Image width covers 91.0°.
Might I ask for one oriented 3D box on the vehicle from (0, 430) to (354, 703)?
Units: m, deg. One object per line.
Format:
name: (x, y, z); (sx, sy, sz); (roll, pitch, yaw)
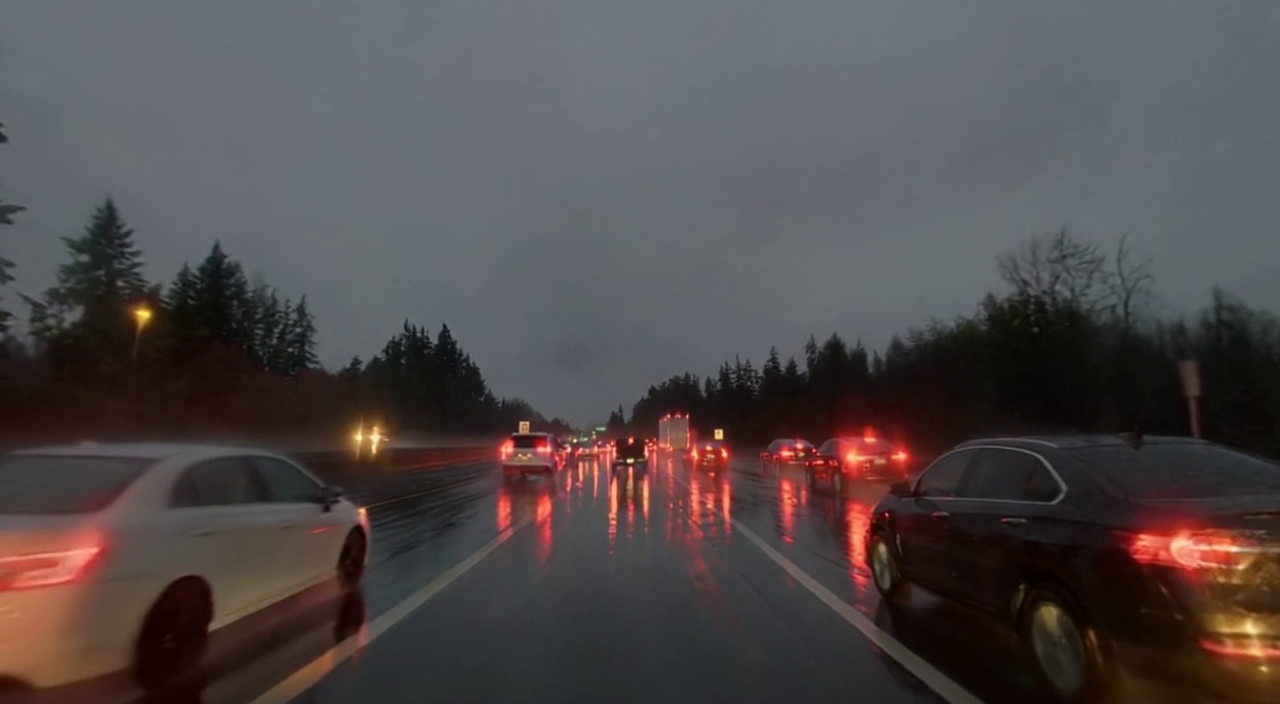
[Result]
vehicle: (-4.094, 1.316, 4.552); (1.947, 1.424, 4.264); (0, -9, 2)

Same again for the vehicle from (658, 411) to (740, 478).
vehicle: (3.079, 5.440, 37.103); (3.426, 3.279, 12.313); (0, -8, -1)

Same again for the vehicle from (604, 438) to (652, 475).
vehicle: (-0.583, 5.254, 31.833); (2.235, 1.682, 4.094); (0, -9, -1)

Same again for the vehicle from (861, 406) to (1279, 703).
vehicle: (3.070, 1.182, 3.634); (2.031, 1.504, 4.327); (0, -9, 0)

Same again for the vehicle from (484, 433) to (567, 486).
vehicle: (-4.172, 4.011, 23.820); (2.176, 1.783, 4.799); (0, -9, 0)
